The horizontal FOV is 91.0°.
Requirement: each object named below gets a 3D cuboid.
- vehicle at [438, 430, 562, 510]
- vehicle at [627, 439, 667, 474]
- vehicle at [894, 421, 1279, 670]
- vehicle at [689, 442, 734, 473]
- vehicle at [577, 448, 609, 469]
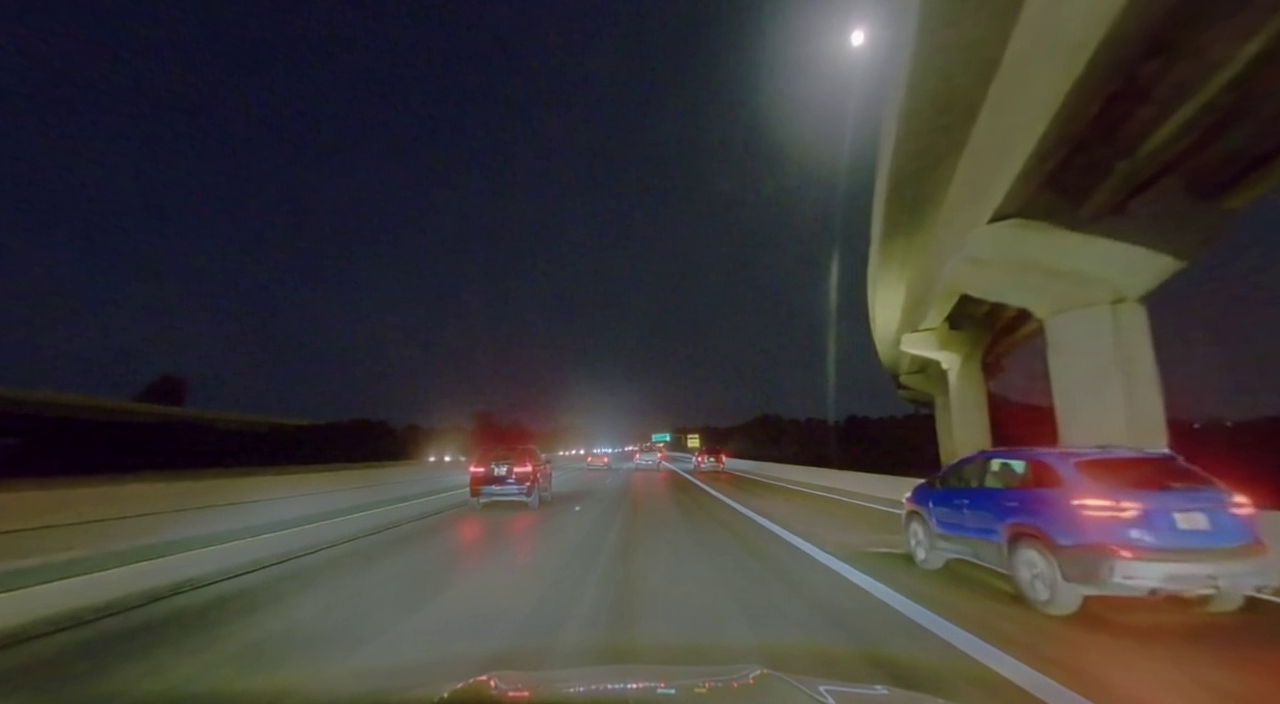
[{"bbox_3d":[-3.379,2.957,16.211,2.089,1.751,4.515,0,-9,1],"label":"vehicle"},{"bbox_3d":[0.387,6.083,36.885,2.155,1.909,4.529,0,-9,0],"label":"vehicle"},{"bbox_3d":[4.163,1.511,5.935,1.959,1.554,3.795,0,-9,0],"label":"vehicle"},{"bbox_3d":[4.440,6.657,39.869,2.231,1.807,4.588,0,-9,-1],"label":"vehicle"},{"bbox_3d":[-3.409,7.845,46.544,1.994,1.475,4.171,0,-9,0],"label":"vehicle"}]
